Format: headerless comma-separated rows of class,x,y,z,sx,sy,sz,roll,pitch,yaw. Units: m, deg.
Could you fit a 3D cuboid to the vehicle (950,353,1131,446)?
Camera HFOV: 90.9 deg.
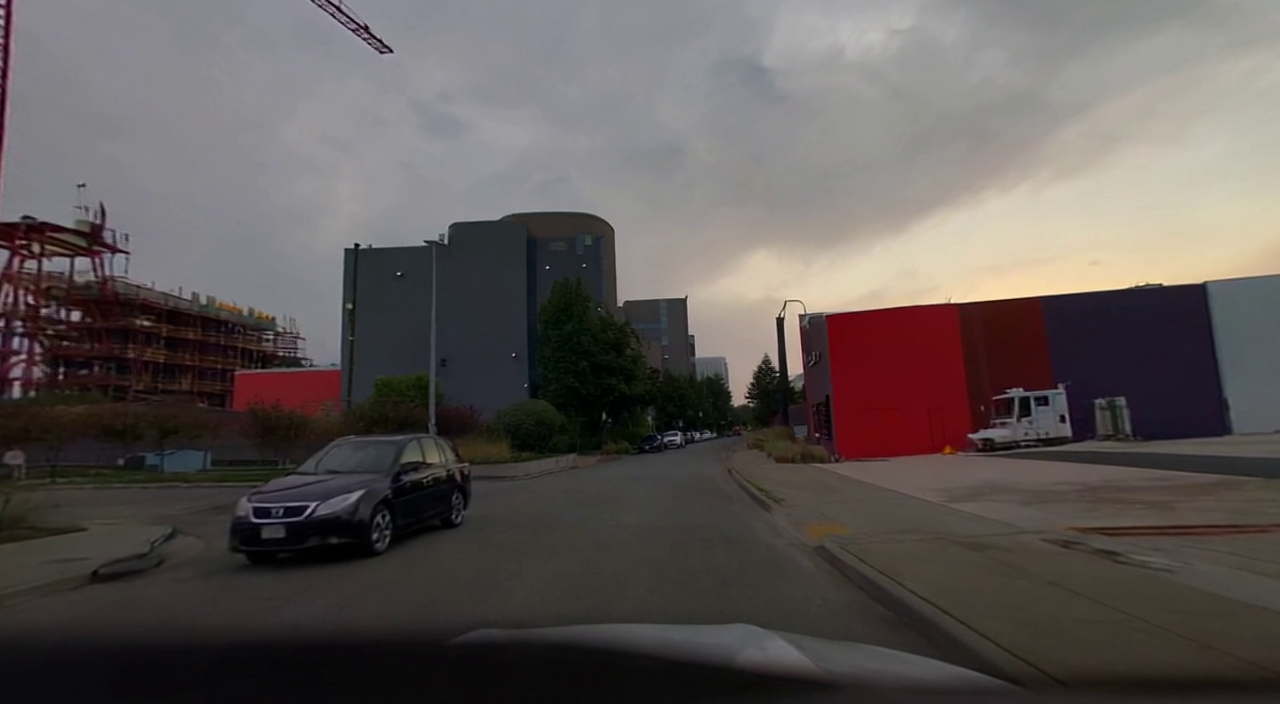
vehicle,18.884,2.596,30.865,3.031,3.863,9.734,-1,-8,4

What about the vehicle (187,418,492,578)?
vehicle,-3.677,1.819,8.780,1.967,1.646,4.192,-1,-8,4
